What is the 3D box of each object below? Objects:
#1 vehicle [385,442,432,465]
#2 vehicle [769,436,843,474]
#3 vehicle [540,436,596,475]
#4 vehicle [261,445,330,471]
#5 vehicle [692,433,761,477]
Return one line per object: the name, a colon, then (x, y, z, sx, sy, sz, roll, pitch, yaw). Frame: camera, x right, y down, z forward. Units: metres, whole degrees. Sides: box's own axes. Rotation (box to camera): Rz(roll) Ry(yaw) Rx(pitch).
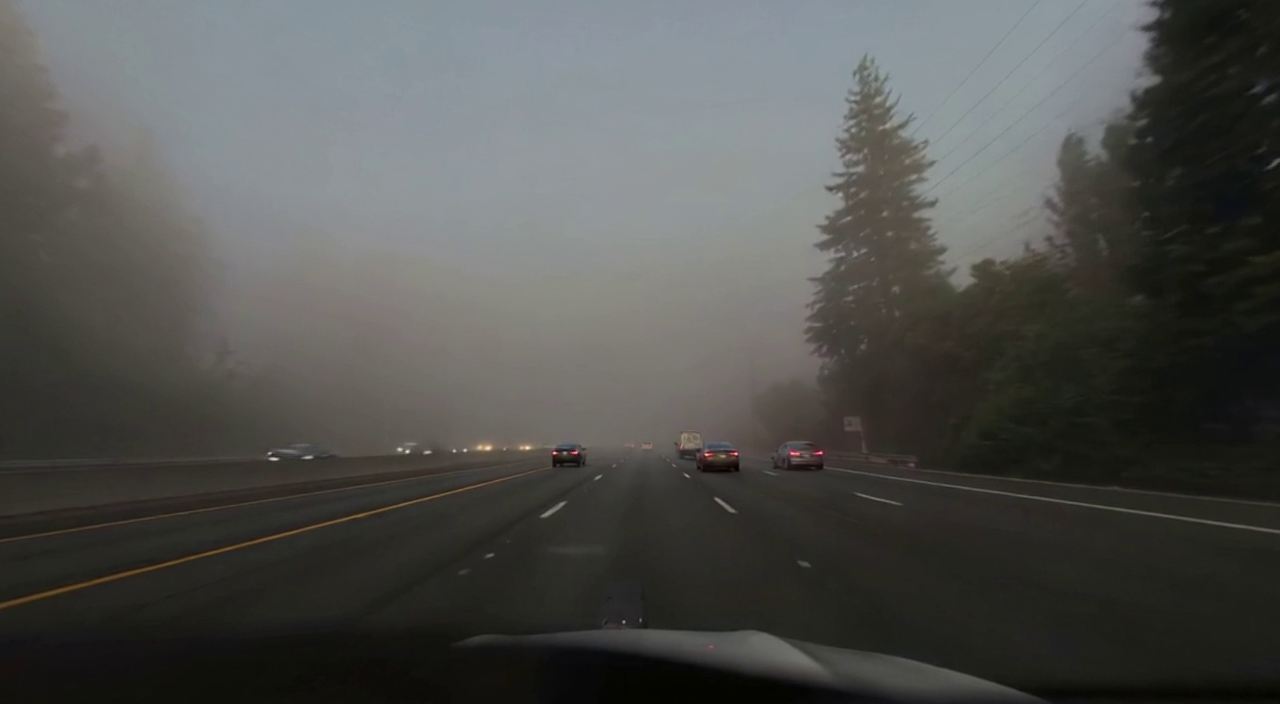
vehicle: (-15.901, 7.005, 43.548, 1.777, 1.474, 3.706, -1, -8, 1)
vehicle: (7.348, 4.606, 28.500, 1.988, 1.518, 4.856, -1, -8, 0)
vehicle: (-3.381, 4.967, 30.548, 2.106, 1.682, 4.395, -1, -8, 2)
vehicle: (-20.985, 6.448, 38.632, 1.752, 1.436, 4.162, -1, -8, 2)
vehicle: (3.462, 4.208, 26.036, 2.146, 1.639, 4.475, -1, -8, -1)
